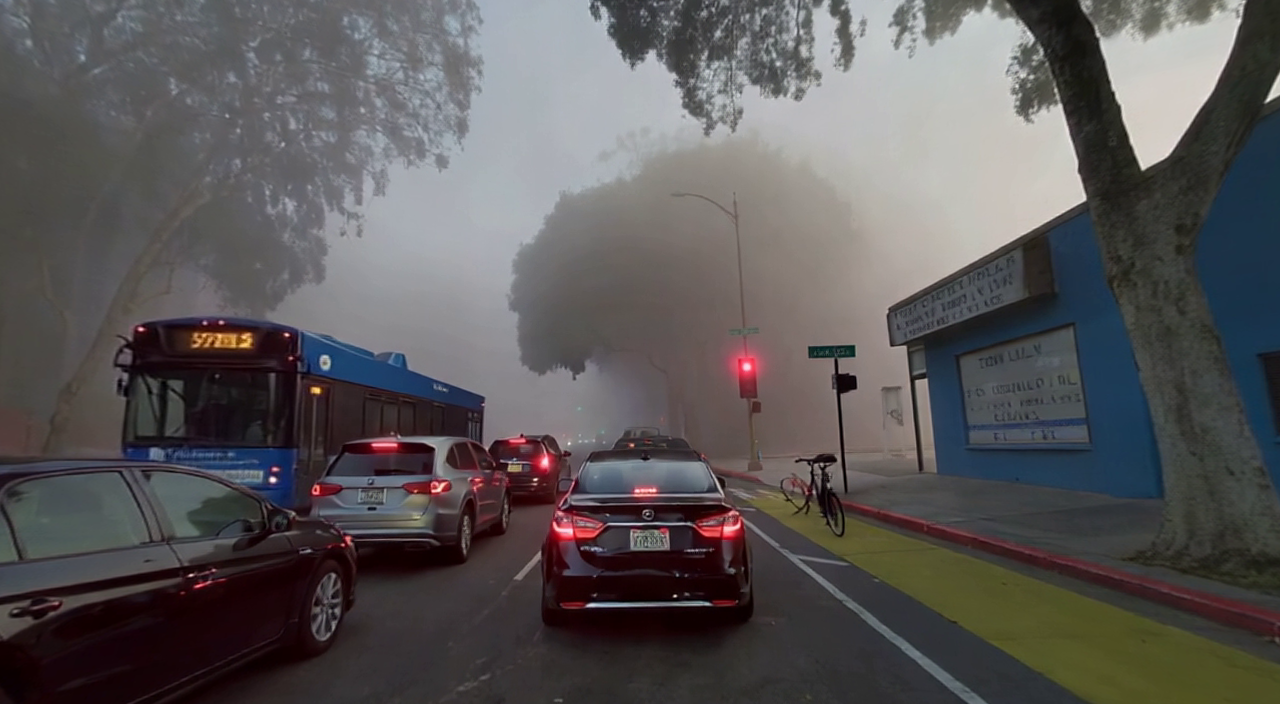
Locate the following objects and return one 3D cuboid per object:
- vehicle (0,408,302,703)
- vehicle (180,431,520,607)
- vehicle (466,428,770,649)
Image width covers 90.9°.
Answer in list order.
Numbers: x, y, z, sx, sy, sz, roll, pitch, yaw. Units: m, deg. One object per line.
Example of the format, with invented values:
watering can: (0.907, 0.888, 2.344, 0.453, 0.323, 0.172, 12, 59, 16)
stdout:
vehicle: (-3.167, 0.880, 1.749, 1.867, 1.486, 4.452, 0, -8, 2)
vehicle: (-2.917, 1.754, 7.652, 1.944, 1.481, 4.385, 0, -8, 1)
vehicle: (-0.136, 1.528, 6.174, 2.031, 1.461, 3.763, 0, -8, 0)
